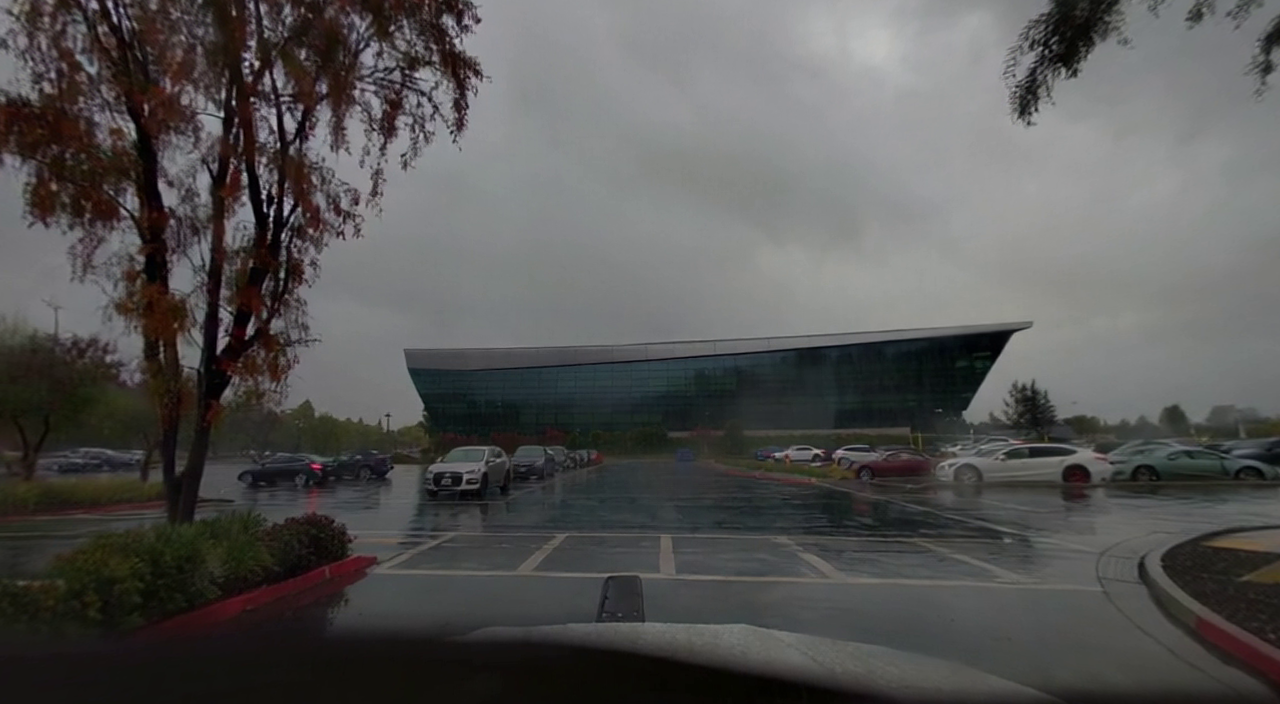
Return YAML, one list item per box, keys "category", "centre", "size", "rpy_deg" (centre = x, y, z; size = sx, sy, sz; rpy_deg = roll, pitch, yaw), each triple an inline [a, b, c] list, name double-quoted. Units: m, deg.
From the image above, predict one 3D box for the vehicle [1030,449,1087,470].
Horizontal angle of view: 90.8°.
- category: "vehicle"
  centre: [28.330, 7.290, 42.883]
  size: [1.495, 1.371, 3.336]
  rpy_deg: [-1, -9, -2]

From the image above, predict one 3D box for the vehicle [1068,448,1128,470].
- category: "vehicle"
  centre: [31.289, 7.309, 43.251]
  size: [1.519, 1.371, 3.278]
  rpy_deg: [0, -8, -1]

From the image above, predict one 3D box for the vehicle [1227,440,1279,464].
- category: "vehicle"
  centre: [43.059, 6.810, 43.077]
  size: [1.758, 1.572, 4.421]
  rpy_deg: [0, -8, 1]

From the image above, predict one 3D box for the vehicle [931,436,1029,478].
- category: "vehicle"
  centre: [16.476, 5.099, 30.975]
  size: [2.048, 1.852, 4.998]
  rpy_deg: [0, -9, 1]

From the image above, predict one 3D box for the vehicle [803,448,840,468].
- category: "vehicle"
  centre: [14.203, 8.300, 49.642]
  size: [1.935, 1.477, 3.719]
  rpy_deg: [0, -8, 3]

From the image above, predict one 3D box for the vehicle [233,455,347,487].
- category: "vehicle"
  centre: [-16.748, 5.687, 30.366]
  size: [4.331, 1.437, 1.876]
  rpy_deg: [0, -8, 2]

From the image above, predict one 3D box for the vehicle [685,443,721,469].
- category: "vehicle"
  centre: [4.617, 7.752, 47.298]
  size: [2.262, 1.794, 5.331]
  rpy_deg: [0, -8, 1]

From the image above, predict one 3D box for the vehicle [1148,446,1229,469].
- category: "vehicle"
  centre: [37.013, 7.119, 42.784]
  size: [1.678, 1.423, 4.191]
  rpy_deg: [0, -8, -1]

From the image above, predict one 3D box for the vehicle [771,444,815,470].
- category: "vehicle"
  centre: [10.522, 7.207, 43.720]
  size: [1.936, 1.673, 4.305]
  rpy_deg: [0, -8, 0]

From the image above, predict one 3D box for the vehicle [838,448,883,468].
- category: "vehicle"
  centre: [17.051, 8.223, 49.087]
  size: [1.971, 1.478, 4.477]
  rpy_deg: [0, -8, 1]

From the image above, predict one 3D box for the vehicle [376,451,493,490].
- category: "vehicle"
  centre: [-8.712, 4.976, 26.904]
  size: [4.442, 1.504, 1.809]
  rpy_deg: [5, -10, -28]
